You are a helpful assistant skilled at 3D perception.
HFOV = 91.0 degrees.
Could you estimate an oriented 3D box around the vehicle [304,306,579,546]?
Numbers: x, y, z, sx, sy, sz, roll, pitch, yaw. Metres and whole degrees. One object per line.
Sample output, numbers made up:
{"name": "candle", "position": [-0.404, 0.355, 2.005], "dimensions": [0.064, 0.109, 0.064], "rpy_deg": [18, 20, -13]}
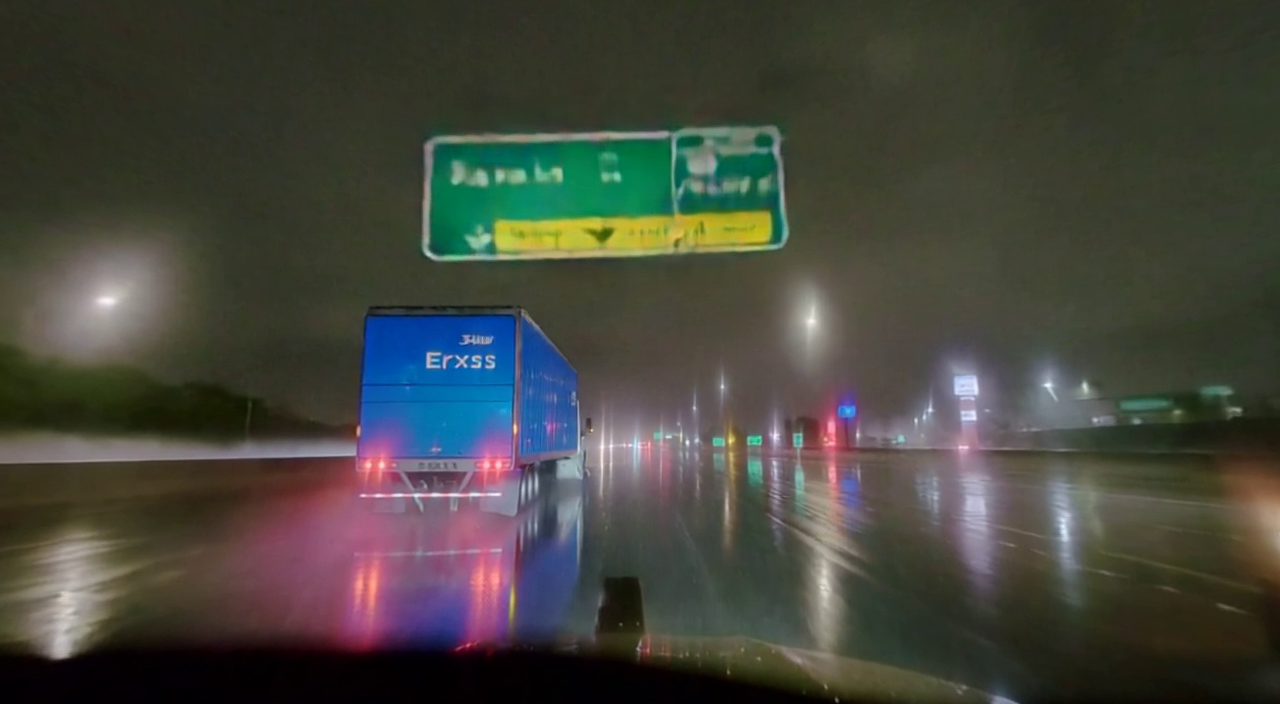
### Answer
{"name": "vehicle", "position": [-3.239, 1.669, 13.287], "dimensions": [2.922, 3.458, 8.360], "rpy_deg": [0, -9, 1]}
